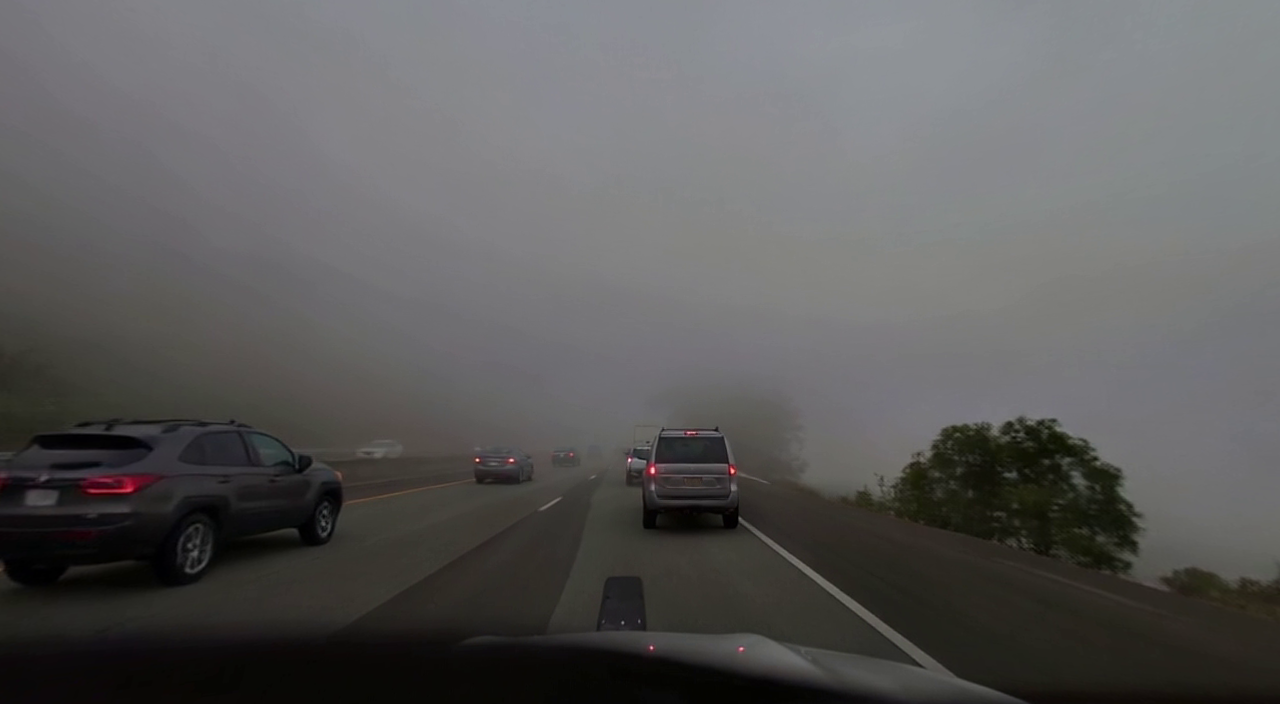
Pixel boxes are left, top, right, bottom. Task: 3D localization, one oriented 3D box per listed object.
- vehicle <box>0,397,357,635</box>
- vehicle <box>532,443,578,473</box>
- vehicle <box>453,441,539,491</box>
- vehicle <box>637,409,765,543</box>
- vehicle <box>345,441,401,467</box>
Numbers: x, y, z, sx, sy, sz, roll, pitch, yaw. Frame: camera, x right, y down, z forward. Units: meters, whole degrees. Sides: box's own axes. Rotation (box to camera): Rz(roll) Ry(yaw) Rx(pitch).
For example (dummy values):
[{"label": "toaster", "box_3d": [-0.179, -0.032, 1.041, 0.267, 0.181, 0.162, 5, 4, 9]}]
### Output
[{"label": "vehicle", "box_3d": [-4.944, 1.464, 6.573, 1.934, 1.642, 4.201, 0, -9, 1]}, {"label": "vehicle", "box_3d": [-4.621, 5.840, 34.931, 1.855, 1.527, 4.209, 0, -9, 2]}, {"label": "vehicle", "box_3d": [-4.638, 3.721, 20.873, 1.867, 1.489, 3.829, 0, -9, 1]}, {"label": "vehicle", "box_3d": [0.873, 2.093, 11.162, 1.825, 1.920, 3.960, 0, -9, 0]}, {"label": "vehicle", "box_3d": [-15.766, 6.036, 37.373, 1.779, 1.439, 3.457, 0, -9, 1]}]
